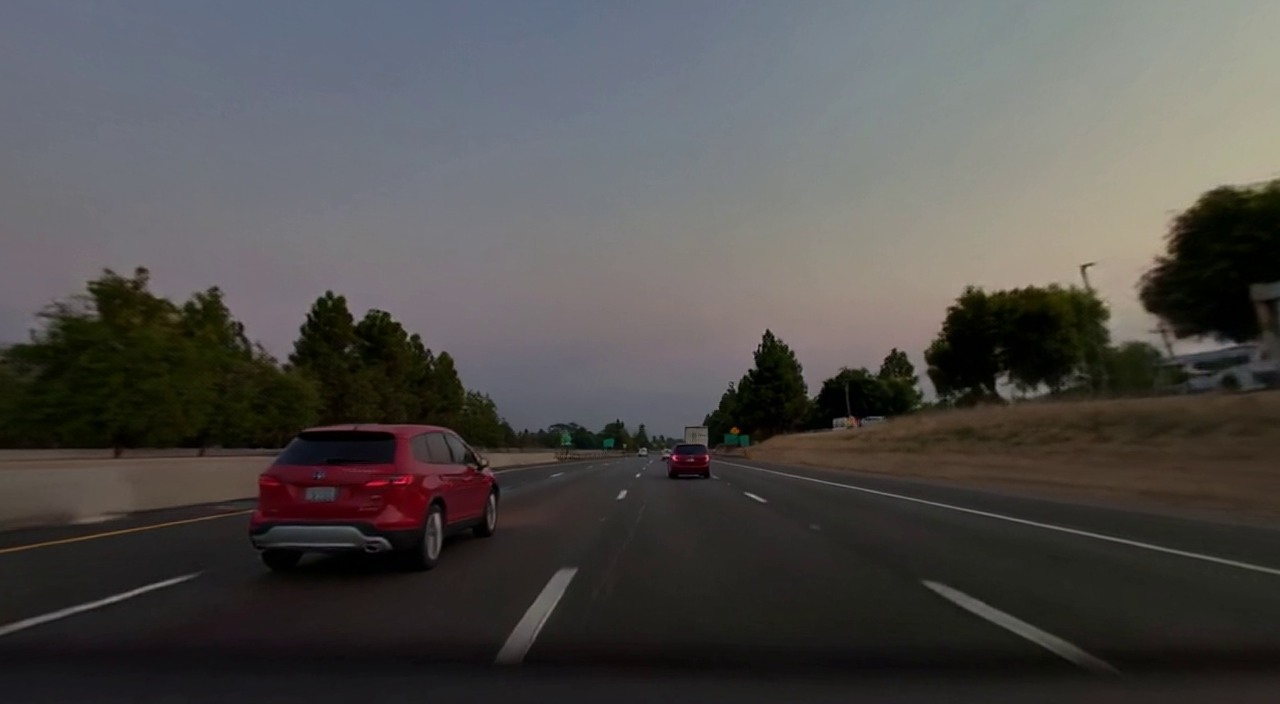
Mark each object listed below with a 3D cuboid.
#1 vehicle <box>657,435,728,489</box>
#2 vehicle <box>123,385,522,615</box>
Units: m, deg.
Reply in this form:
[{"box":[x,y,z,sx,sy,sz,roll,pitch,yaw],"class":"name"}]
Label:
[{"box":[1.718,3.814,22.092,2.087,1.682,4.388,0,-9,0],"class":"vehicle"},{"box":[-2.953,1.522,7.360,2.139,1.804,4.611,0,-9,1],"class":"vehicle"}]
